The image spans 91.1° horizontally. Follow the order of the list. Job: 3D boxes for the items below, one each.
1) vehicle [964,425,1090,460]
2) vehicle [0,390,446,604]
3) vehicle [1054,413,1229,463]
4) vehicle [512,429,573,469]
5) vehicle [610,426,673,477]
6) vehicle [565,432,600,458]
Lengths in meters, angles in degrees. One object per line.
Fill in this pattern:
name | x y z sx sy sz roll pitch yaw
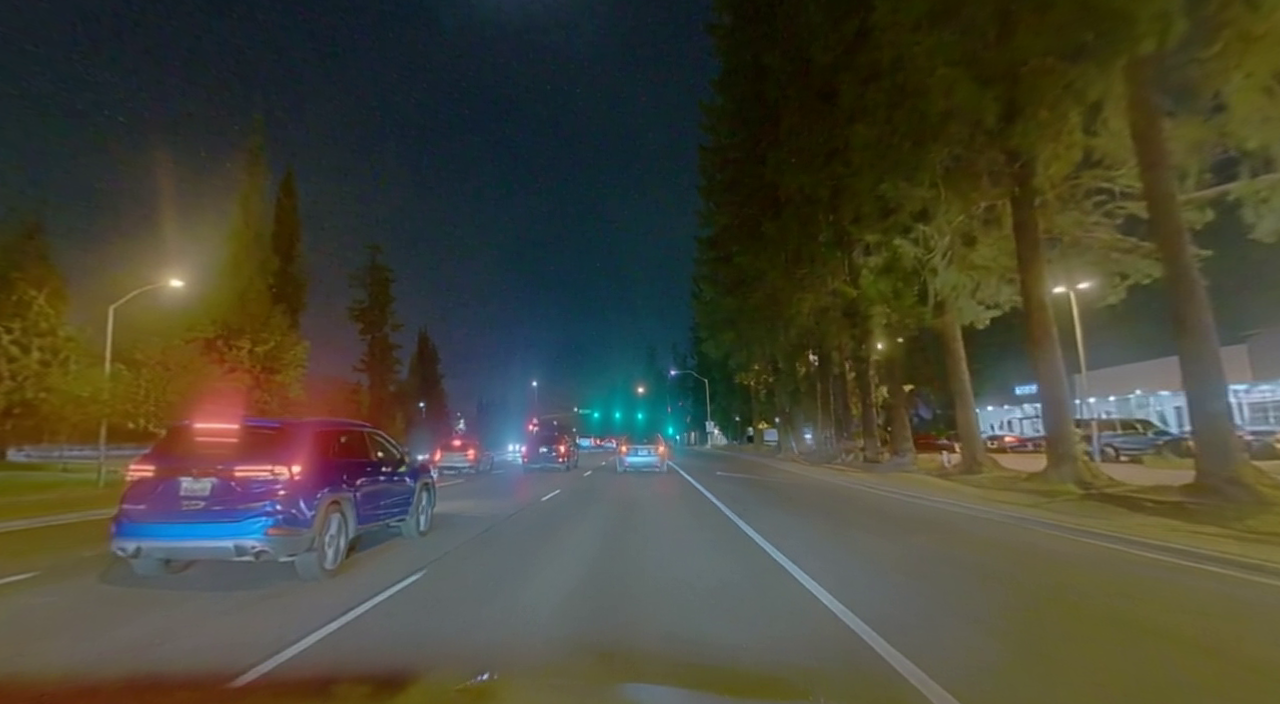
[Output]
vehicle | 16.874 3.983 27.545 1.857 1.369 4.219 6 -10 -34
vehicle | -3.873 1.421 6.972 2.070 1.641 4.152 0 -8 0
vehicle | 17.221 2.987 21.749 4.329 1.656 1.873 0 -8 2
vehicle | -4.487 4.568 29.618 2.113 1.713 4.422 0 -8 0
vehicle | 0.028 3.552 22.502 2.042 1.641 4.187 0 -8 0
vehicle | -4.052 6.698 45.251 2.047 1.810 4.414 0 -8 1
